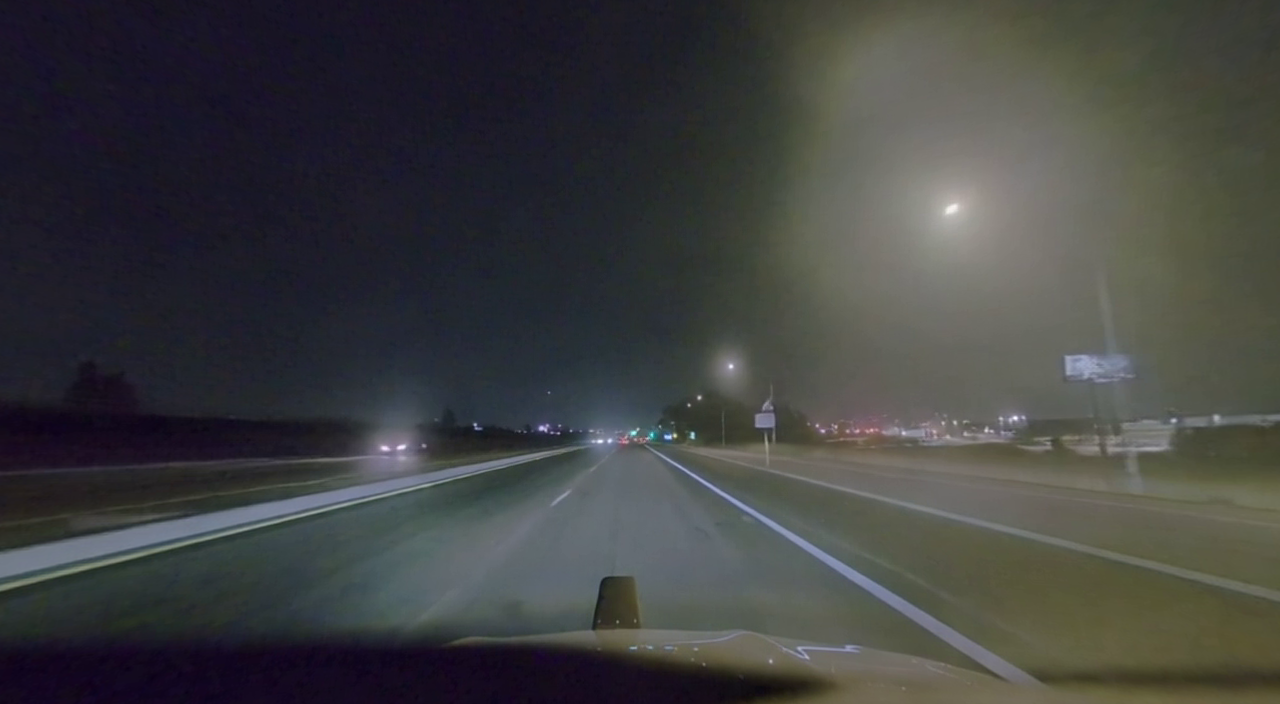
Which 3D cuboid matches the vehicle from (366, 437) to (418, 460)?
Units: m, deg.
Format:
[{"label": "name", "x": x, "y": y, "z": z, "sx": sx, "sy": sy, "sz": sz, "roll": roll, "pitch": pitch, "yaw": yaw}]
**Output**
[{"label": "vehicle", "x": -17.207, "y": 6.698, "z": 43.795, "sx": 1.867, "sy": 1.511, "sz": 4.116, "roll": 0, "pitch": -8, "yaw": 1}]
